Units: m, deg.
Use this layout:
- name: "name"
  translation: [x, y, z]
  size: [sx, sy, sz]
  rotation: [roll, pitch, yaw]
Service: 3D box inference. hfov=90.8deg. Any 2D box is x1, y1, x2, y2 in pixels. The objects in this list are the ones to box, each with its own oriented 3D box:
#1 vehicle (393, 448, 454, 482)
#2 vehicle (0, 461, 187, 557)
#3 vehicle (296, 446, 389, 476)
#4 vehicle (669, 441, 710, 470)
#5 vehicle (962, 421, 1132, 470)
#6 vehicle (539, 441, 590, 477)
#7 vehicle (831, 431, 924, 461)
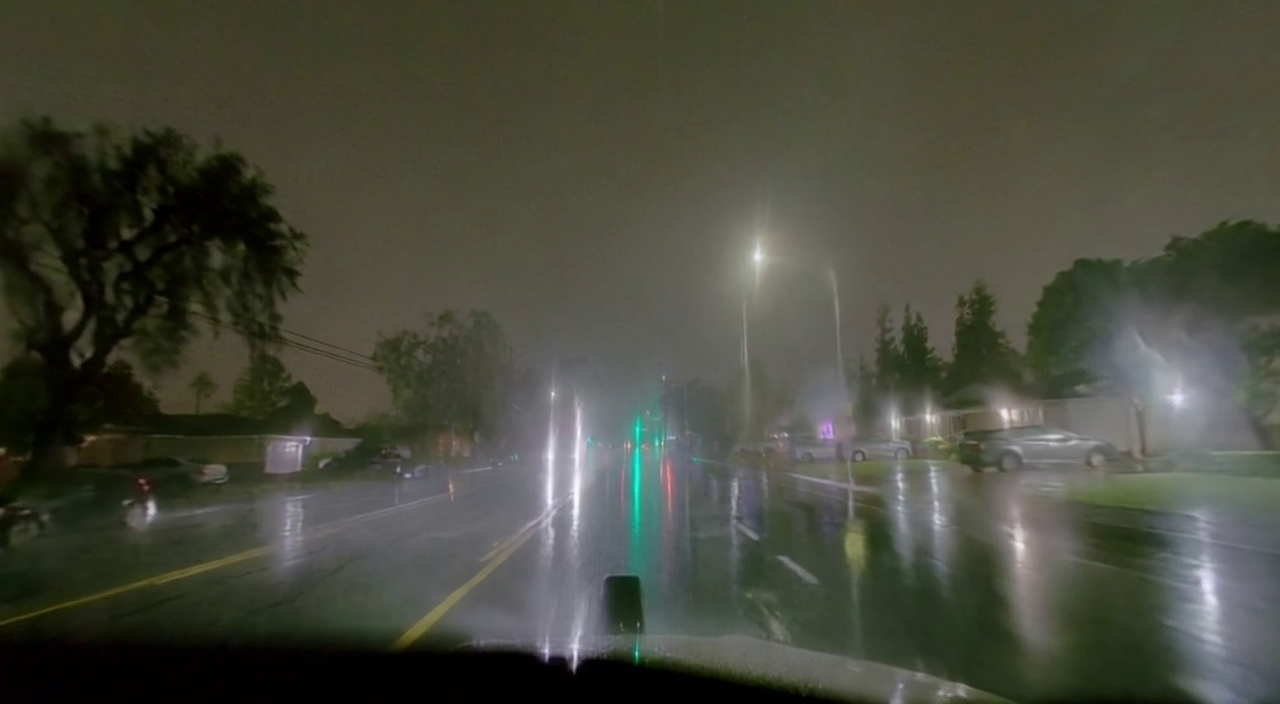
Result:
- name: "vehicle"
  translation: [-12.017, 6.276, 35.370]
  size: [1.822, 1.699, 4.791]
  rotation: [0, -8, -1]
- name: "vehicle"
  translation: [-11.429, 2.936, 12.423]
  size: [1.851, 1.459, 4.295]
  rotation: [0, -8, 0]
- name: "vehicle"
  translation: [-18.966, 6.926, 40.432]
  size: [4.837, 1.808, 2.176]
  rotation: [0, -8, -1]
- name: "vehicle"
  translation: [2.889, 6.120, 37.540]
  size: [1.983, 1.557, 4.078]
  rotation: [0, -8, -2]
- name: "vehicle"
  translation: [13.008, 3.012, 20.383]
  size: [4.237, 1.476, 1.743]
  rotation: [0, -8, 1]
- name: "vehicle"
  translation: [-3.796, 5.457, 32.498]
  size: [2.076, 1.688, 4.284]
  rotation: [0, -8, 0]
- name: "vehicle"
  translation: [12.478, 4.965, 33.404]
  size: [4.183, 1.516, 1.884]
  rotation: [-1, -8, 3]
